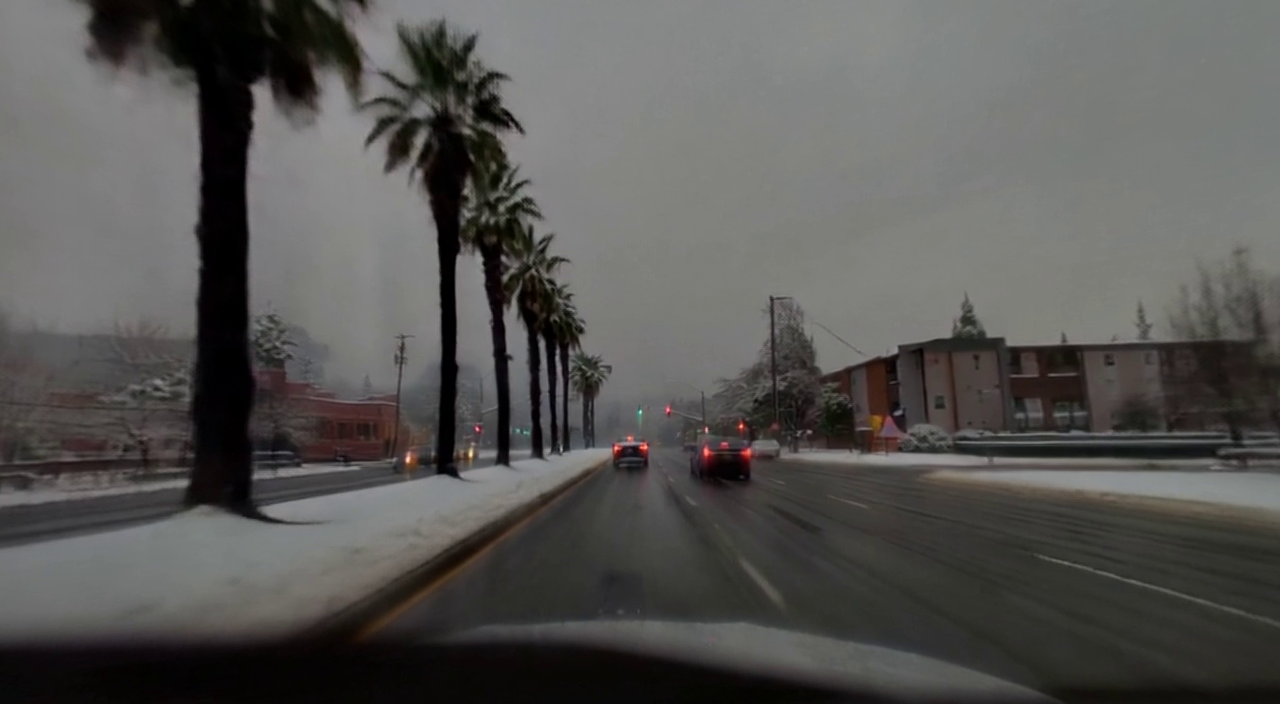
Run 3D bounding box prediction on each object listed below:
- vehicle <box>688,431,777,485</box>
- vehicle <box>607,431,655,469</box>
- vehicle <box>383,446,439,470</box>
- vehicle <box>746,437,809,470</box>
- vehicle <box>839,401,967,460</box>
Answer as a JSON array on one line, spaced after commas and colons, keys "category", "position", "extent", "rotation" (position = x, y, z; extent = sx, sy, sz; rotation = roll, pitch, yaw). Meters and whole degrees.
[{"category": "vehicle", "position": [2.955, 3.525, 21.256], "extent": [2.195, 1.590, 4.668], "rotation": [0, -8, -1]}, {"category": "vehicle", "position": [-0.443, 4.969, 32.027], "extent": [2.277, 1.816, 4.192], "rotation": [0, -8, -1]}, {"category": "vehicle", "position": [-14.997, 6.946, 41.468], "extent": [1.887, 1.454, 4.588], "rotation": [0, -8, 1]}, {"category": "vehicle", "position": [6.658, 4.982, 31.059], "extent": [1.975, 1.483, 4.769], "rotation": [0, -8, -1]}, {"category": "vehicle", "position": [17.479, 5.296, 42.143], "extent": [7.270, 3.743, 2.677], "rotation": [1, -8, -3]}]
